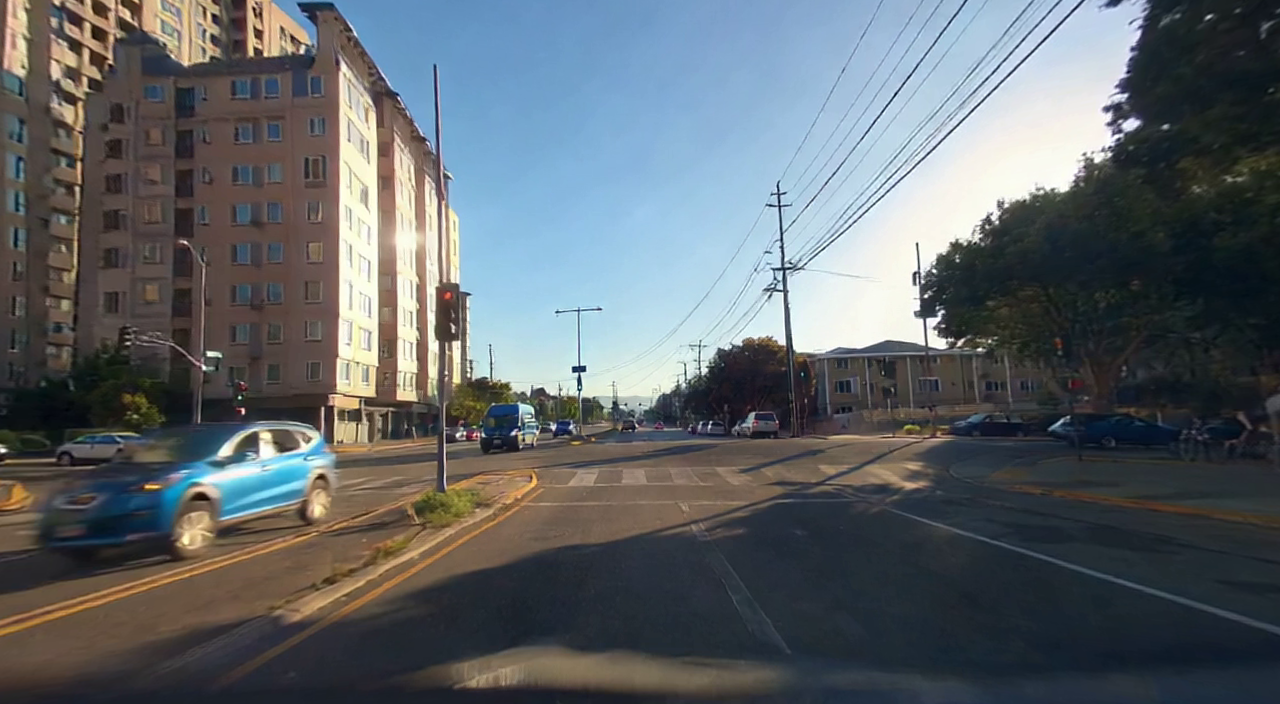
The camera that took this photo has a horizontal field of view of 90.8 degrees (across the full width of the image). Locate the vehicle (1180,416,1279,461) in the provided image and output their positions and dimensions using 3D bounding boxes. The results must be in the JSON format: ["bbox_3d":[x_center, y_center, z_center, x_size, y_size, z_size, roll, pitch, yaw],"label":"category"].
[{"bbox_3d":[21.957,3.045,22.016,4.432,1.480,1.818,0,-8,4],"label":"vehicle"}]

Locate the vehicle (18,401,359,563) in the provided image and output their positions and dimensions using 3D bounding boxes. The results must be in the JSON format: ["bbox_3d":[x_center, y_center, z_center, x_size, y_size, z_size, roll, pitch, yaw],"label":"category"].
[{"bbox_3d":[-6.671,1.942,10.274,2.158,1.871,4.742,-3,-8,-1],"label":"vehicle"}]

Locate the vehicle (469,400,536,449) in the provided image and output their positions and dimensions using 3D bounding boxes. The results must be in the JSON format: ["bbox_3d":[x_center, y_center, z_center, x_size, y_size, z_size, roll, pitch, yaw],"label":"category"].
[{"bbox_3d":[-7.396,3.941,34.727,2.515,2.476,5.364,0,-6,0],"label":"vehicle"}]

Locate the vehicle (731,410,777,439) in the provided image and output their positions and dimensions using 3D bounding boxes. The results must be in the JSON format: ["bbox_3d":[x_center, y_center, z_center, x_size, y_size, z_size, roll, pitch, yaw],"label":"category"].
[{"bbox_3d":[7.181,4.662,40.371,1.996,1.704,4.490,0,-8,-2],"label":"vehicle"}]

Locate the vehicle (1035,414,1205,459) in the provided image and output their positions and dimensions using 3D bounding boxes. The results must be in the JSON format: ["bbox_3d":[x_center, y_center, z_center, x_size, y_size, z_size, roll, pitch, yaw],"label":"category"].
[{"bbox_3d":[16.333,2.881,21.673,4.210,1.449,1.974,0,-6,0],"label":"vehicle"}]
